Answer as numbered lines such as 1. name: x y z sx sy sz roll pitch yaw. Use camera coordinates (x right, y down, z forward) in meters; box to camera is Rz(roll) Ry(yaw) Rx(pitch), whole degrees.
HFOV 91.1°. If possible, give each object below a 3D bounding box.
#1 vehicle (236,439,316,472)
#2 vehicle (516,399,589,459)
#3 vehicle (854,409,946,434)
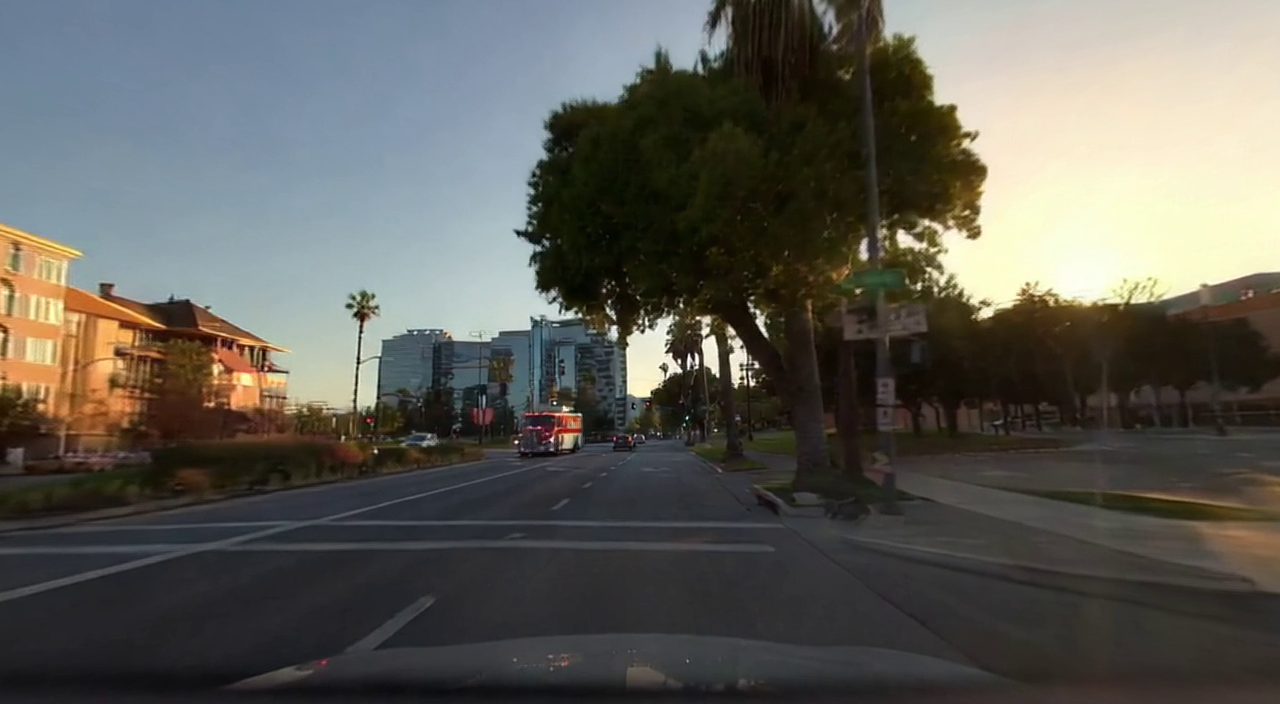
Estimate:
1. vehicle: -21.447 6.117 37.224 1.988 1.811 4.399 0 -8 2
2. vehicle: -5.978 5.723 45.487 3.008 3.730 11.786 0 -8 3
3. vehicle: 15.690 4.214 38.082 4.663 1.457 2.045 0 -7 3
